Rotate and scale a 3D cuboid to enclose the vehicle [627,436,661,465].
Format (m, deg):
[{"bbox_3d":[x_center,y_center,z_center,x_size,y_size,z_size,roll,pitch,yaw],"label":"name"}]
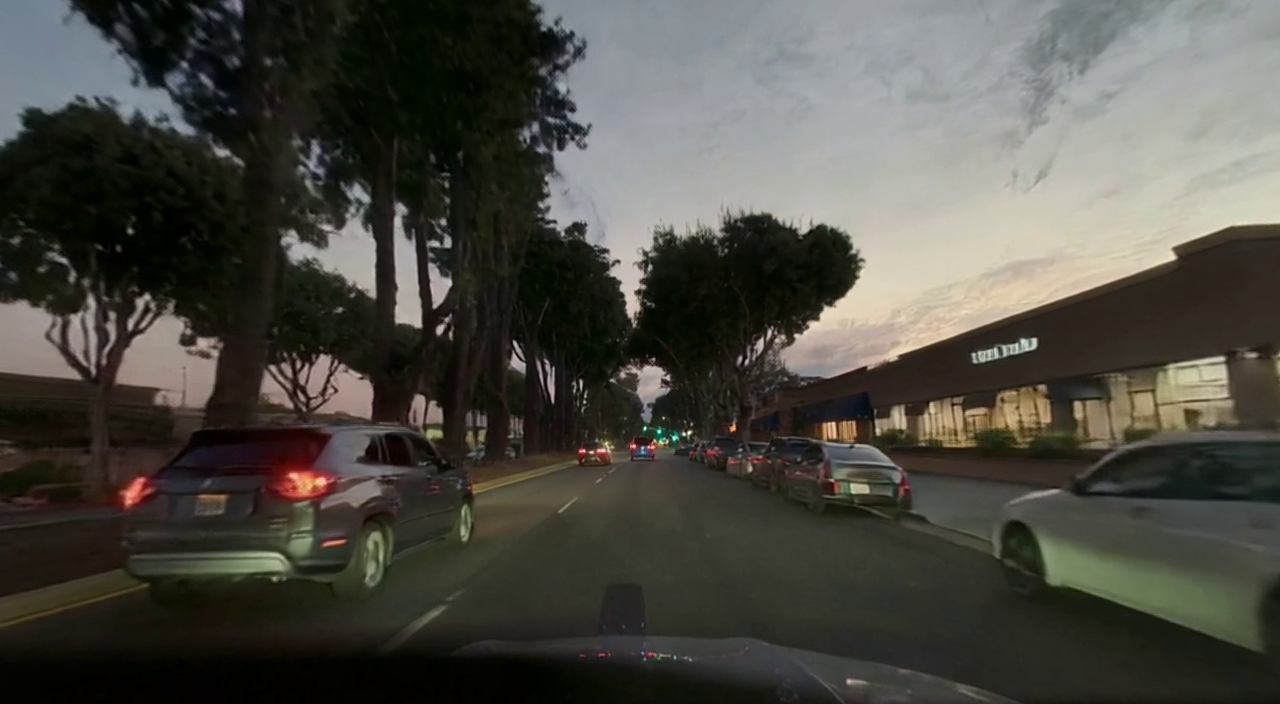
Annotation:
[{"bbox_3d":[0.264,6.399,41.049,2.075,1.770,4.018,0,-8,0],"label":"vehicle"}]

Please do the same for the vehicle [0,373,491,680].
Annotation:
[{"bbox_3d":[-3.144,1.317,5.981,2.186,1.708,4.746,0,-8,1],"label":"vehicle"}]

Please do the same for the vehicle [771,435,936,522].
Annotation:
[{"bbox_3d":[4.181,2.530,13.205,1.887,1.517,4.257,0,-8,-1],"label":"vehicle"}]

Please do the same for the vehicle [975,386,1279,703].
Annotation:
[{"bbox_3d":[4.260,1.125,3.965,1.940,1.669,4.142,0,-8,-1],"label":"vehicle"}]

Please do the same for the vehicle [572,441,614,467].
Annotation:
[{"bbox_3d":[-2.848,6.265,39.008,2.151,1.484,4.468,0,-8,1],"label":"vehicle"}]
